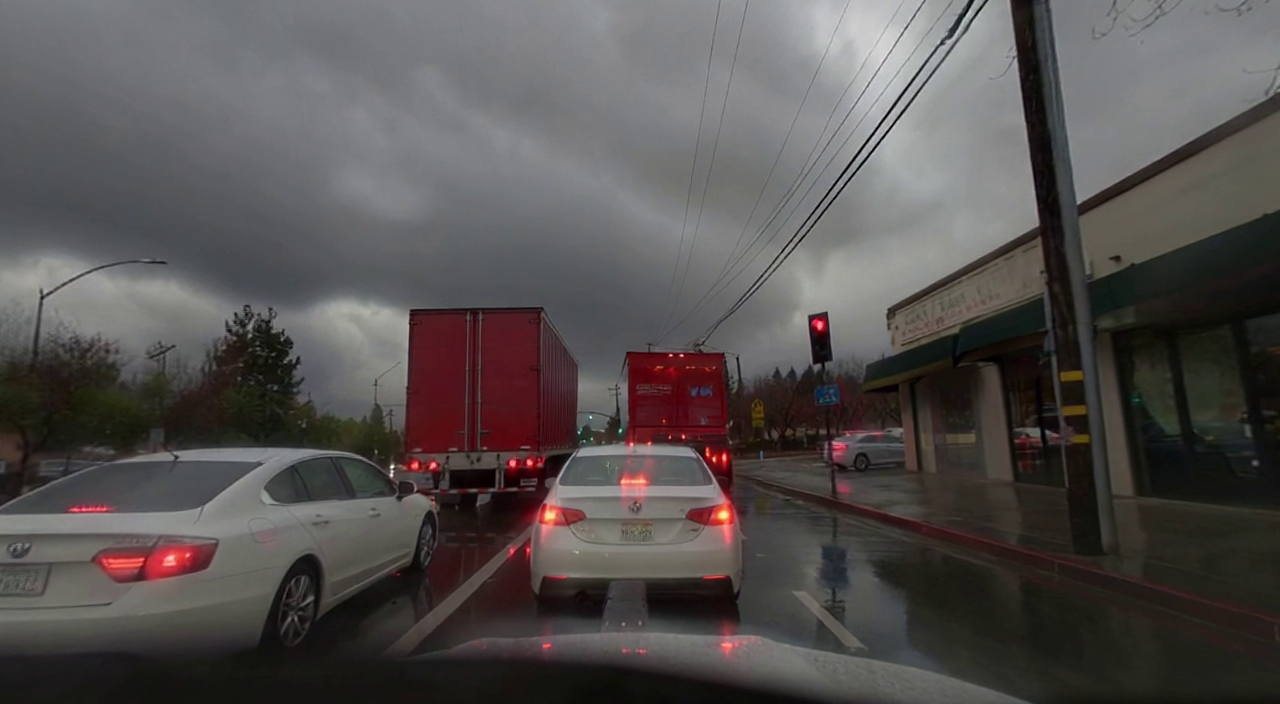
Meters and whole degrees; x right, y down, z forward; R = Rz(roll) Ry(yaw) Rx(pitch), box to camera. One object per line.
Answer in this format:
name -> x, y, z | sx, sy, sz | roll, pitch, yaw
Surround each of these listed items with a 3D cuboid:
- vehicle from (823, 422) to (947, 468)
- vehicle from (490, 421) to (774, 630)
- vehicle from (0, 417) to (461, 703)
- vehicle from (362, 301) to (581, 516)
vehicle -> 10.921, 4.177, 28.144 | 4.681, 1.713, 1.969 | -2, -10, -10
vehicle -> -0.113, 1.571, 6.705 | 2.067, 1.506, 4.118 | 0, -8, -2
vehicle -> -3.102, 1.373, 5.162 | 1.969, 1.471, 4.378 | 0, -8, 0
vehicle -> -3.262, 1.472, 14.624 | 3.020, 3.800, 7.105 | 0, -8, 1
